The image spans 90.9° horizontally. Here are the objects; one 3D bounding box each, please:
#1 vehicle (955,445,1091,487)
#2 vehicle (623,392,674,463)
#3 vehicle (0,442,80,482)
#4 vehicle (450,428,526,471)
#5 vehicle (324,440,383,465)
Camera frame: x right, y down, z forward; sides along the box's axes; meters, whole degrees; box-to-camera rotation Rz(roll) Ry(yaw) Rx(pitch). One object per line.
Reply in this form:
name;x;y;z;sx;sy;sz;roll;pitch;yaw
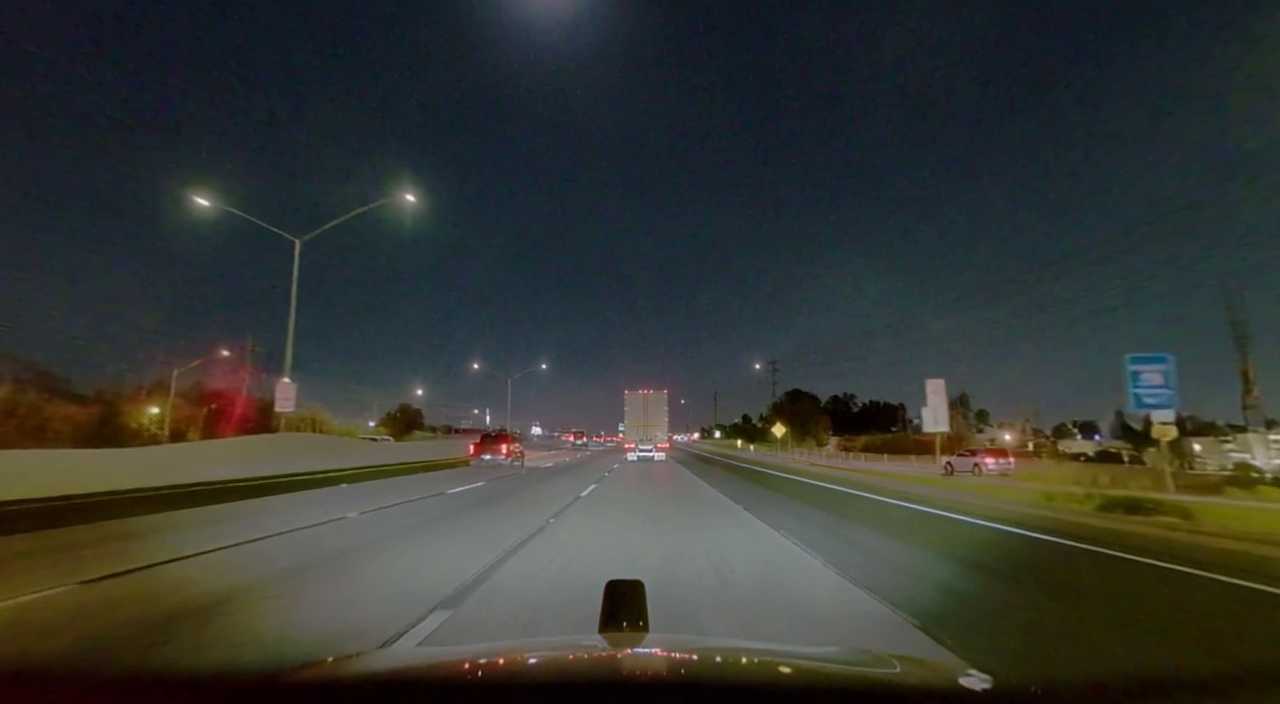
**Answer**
vehicle;15.204;4.534;25.433;1.757;1.437;4.897;4;-9;-12
vehicle;0.686;5.096;41.519;2.879;4.027;11.243;0;-8;2
vehicle;-25.568;4.381;25.275;1.956;1.553;4.530;0;-8;1
vehicle;-6.972;4.560;29.647;2.197;1.847;5.364;0;-8;1
vehicle;-17.607;6.186;38.995;1.709;1.442;4.029;0;-8;1
